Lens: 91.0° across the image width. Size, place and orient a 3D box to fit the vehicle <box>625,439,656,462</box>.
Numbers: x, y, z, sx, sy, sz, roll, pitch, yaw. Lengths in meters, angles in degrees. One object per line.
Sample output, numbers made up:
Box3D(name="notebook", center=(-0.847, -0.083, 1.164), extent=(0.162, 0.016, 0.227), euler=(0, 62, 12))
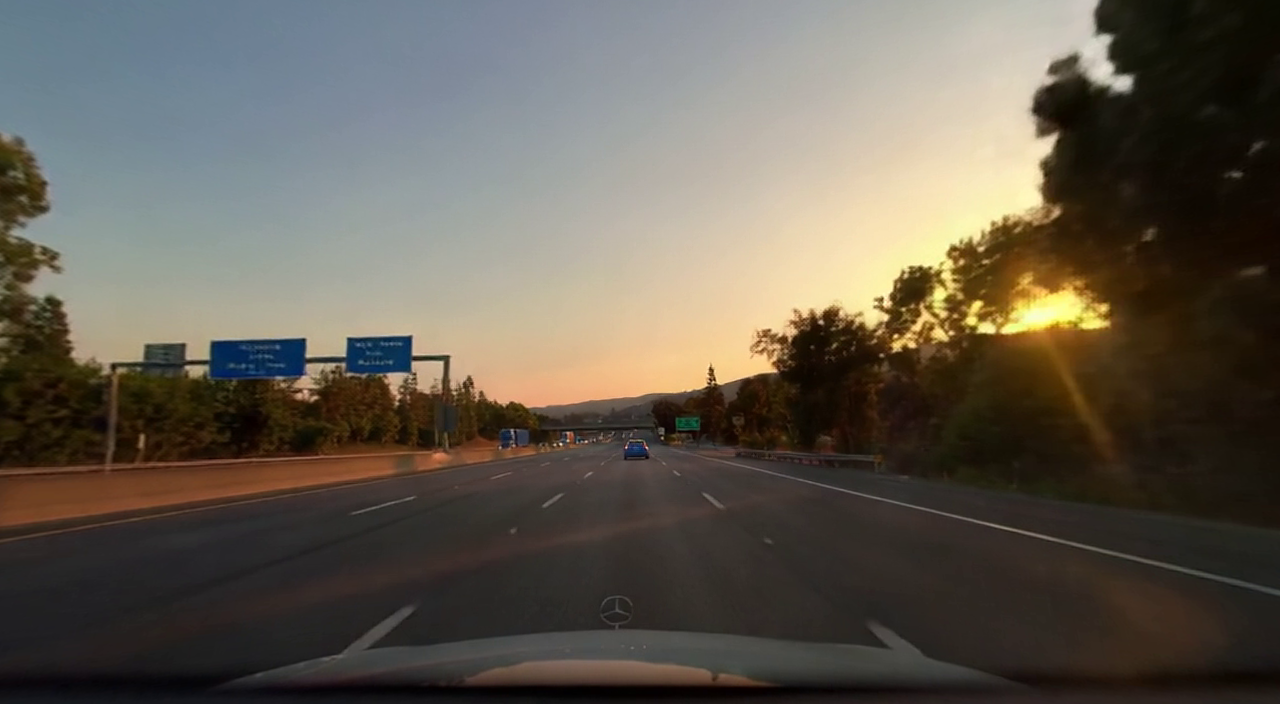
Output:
Box3D(name="vehicle", center=(0.008, 6.668, 42.798), extent=(2.028, 1.440, 3.690), euler=(0, -8, -1))
